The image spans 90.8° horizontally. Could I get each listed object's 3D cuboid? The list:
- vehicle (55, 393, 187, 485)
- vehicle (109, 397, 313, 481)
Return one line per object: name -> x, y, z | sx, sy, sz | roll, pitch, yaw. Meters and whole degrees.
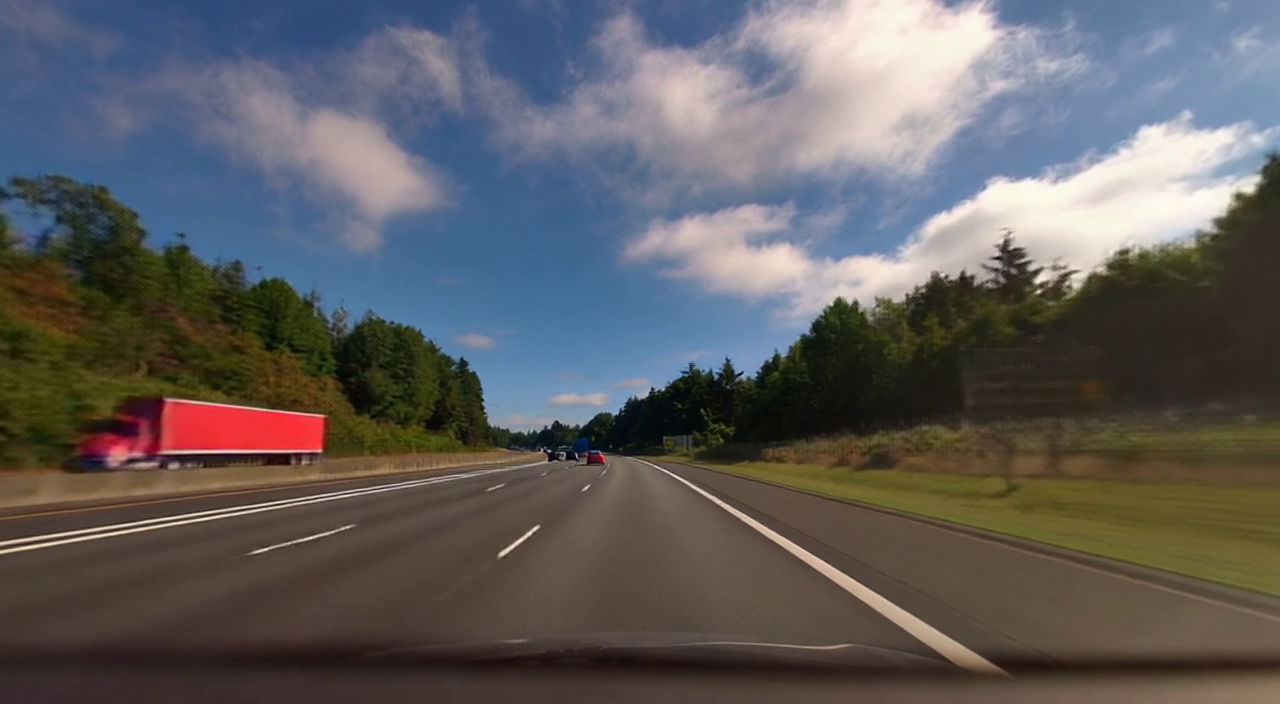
vehicle -> -26.075, 4.401, 31.947 | 3.420, 4.386, 3.412 | 0, -9, -1
vehicle -> -26.270, 5.694, 40.406 | 3.306, 4.413, 14.361 | 0, -9, -2
